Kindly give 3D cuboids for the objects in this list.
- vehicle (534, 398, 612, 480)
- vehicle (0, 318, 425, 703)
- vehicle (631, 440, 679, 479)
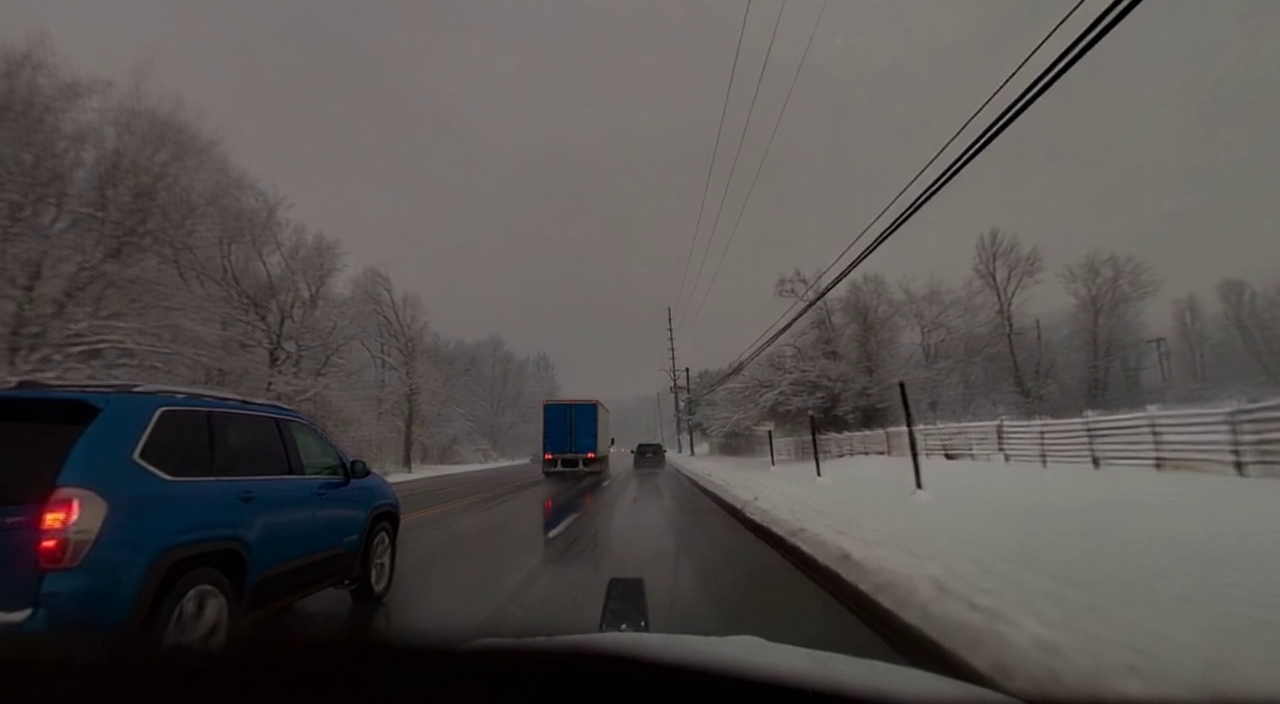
[{"bbox_3d":[-3.229,4.618,33.191,2.928,3.658,8.980,1,-9,1],"label":"vehicle"},{"bbox_3d":[-3.330,1.095,4.236,2.093,1.832,4.508,1,-9,1],"label":"vehicle"},{"bbox_3d":[0.728,5.253,31.111,2.174,1.749,4.113,1,-9,1],"label":"vehicle"}]
